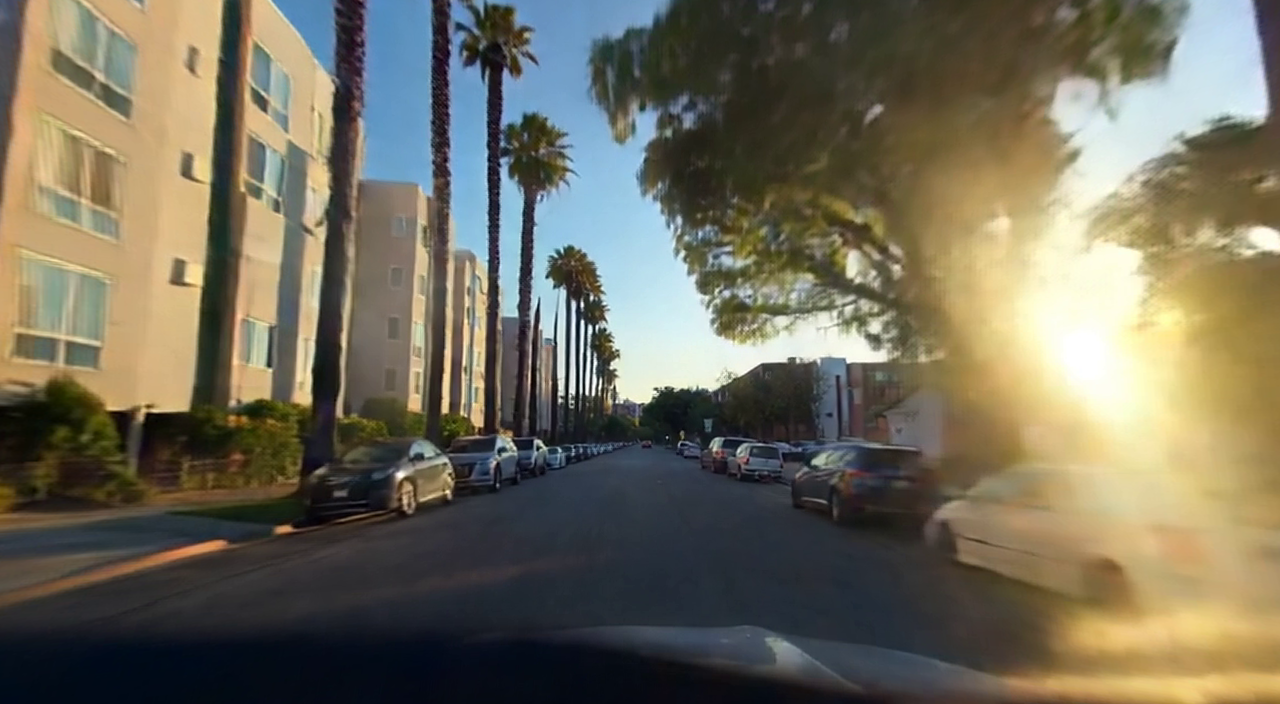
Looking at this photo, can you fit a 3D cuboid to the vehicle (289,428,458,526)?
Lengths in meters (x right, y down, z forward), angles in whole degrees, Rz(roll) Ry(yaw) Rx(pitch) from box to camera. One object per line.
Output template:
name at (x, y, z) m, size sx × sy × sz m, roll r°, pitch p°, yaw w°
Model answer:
vehicle at (-5.742, 2.713, 14.349) m, size 1.947 × 1.806 × 4.413 m, roll 2°, pitch -8°, yaw -1°

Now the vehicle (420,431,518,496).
vehicle at (-5.533, 3.634, 21.106) m, size 2.087 × 1.896 × 4.554 m, roll 0°, pitch -8°, yaw -1°

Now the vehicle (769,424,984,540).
vehicle at (4.212, 2.401, 12.401) m, size 2.201 × 1.787 × 5.007 m, roll 0°, pitch -8°, yaw -1°

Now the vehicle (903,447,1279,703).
vehicle at (4.375, 1.602, 5.780) m, size 1.909 × 1.449 × 4.513 m, roll 0°, pitch -8°, yaw -1°

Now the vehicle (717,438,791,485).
vehicle at (4.546, 4.433, 26.000) m, size 2.220 × 1.738 × 4.800 m, roll 0°, pitch -8°, yaw 0°
